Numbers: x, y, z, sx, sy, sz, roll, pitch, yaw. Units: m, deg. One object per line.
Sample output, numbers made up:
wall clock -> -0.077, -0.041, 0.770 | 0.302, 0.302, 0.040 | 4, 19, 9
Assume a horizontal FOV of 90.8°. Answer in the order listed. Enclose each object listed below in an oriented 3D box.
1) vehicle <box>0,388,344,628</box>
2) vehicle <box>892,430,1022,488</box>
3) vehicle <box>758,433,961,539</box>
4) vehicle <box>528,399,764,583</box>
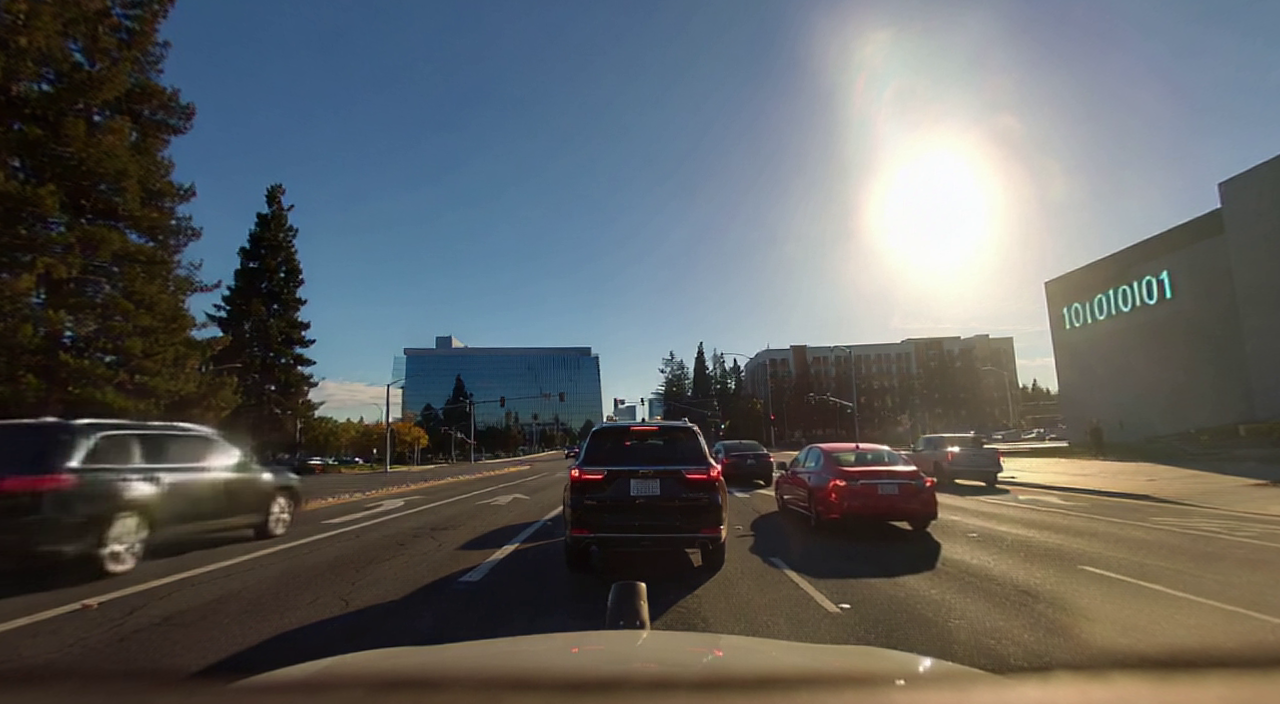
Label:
vehicle -> -5.991, 1.572, 7.436 | 2.555, 1.819, 5.145 | 0, -9, -1
vehicle -> 10.866, 3.699, 22.133 | 2.123, 1.812, 4.553 | 0, -9, -1
vehicle -> 3.516, 2.233, 11.169 | 1.997, 1.471, 4.321 | 0, -9, -1
vehicle -> 0.059, 1.654, 8.245 | 2.266, 1.762, 4.131 | 0, -9, 0
